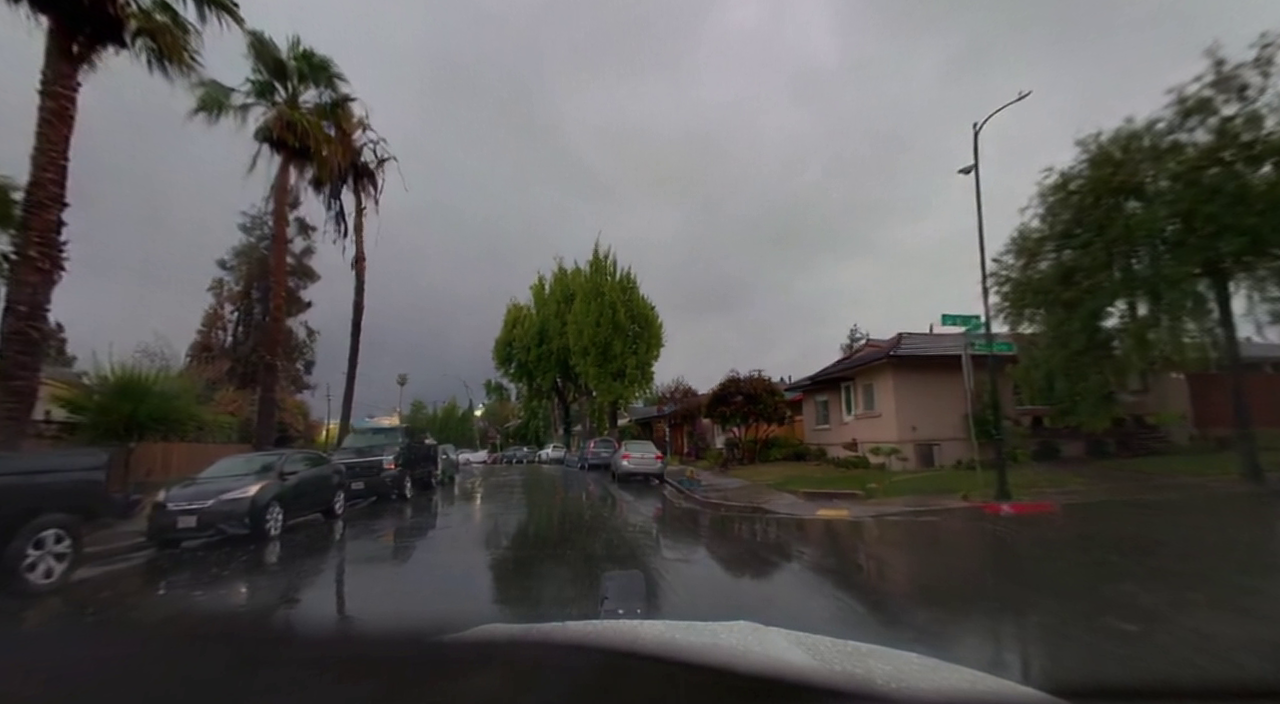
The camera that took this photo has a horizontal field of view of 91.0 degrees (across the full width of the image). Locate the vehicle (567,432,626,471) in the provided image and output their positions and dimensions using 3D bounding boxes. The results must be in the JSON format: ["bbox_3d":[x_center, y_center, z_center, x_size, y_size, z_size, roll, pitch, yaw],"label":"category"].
[{"bbox_3d":[-2.506,5.491,35.011,2.139,1.997,4.864,3,-9,-17],"label":"vehicle"}]

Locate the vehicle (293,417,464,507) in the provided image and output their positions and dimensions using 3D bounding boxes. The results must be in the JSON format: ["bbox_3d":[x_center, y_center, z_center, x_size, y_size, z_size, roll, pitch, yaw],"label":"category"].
[{"bbox_3d":[-7.317,3.180,18.714,2.624,2.178,6.522,1,-8,-4],"label":"vehicle"}]

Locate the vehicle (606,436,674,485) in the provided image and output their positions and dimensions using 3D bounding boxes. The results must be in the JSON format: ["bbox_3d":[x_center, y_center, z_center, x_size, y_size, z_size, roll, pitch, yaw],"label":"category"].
[{"bbox_3d":[-0.109,4.042,23.838,2.076,1.658,4.604,1,-8,-6],"label":"vehicle"}]

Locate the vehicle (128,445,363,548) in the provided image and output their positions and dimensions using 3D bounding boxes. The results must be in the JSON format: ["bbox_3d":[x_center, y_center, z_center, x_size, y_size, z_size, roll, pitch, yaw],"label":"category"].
[{"bbox_3d":[-7.098,2.565,11.977,1.875,1.585,4.184,0,-8,-3],"label":"vehicle"}]

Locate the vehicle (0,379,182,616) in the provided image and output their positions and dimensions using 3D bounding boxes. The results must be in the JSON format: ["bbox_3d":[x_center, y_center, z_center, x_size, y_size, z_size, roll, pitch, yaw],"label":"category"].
[{"bbox_3d":[-7.147,1.213,4.930,2.556,2.156,6.159,0,-8,-2],"label":"vehicle"}]
